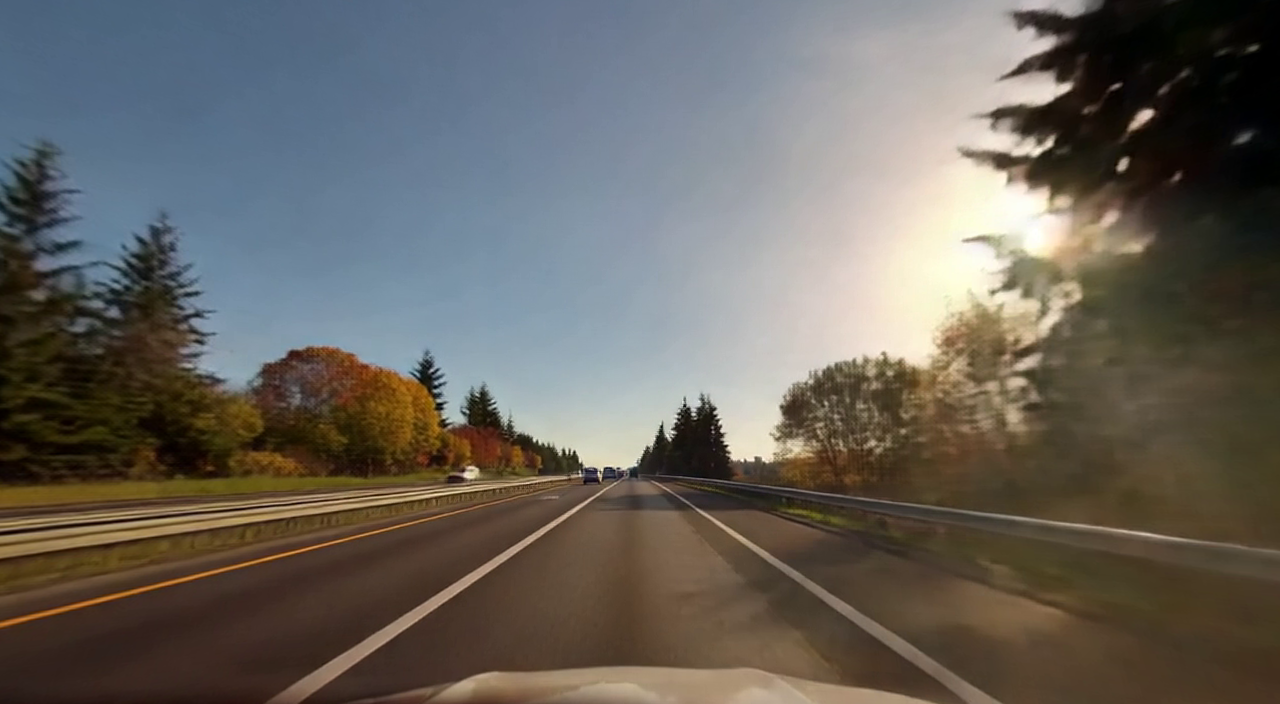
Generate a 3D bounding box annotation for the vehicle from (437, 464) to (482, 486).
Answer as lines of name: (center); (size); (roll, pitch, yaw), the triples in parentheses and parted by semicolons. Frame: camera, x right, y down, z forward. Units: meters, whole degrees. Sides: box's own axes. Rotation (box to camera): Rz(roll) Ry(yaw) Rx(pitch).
vehicle: (-13.218, 9.065, 46.491); (1.983, 1.520, 4.466); (1, -11, 0)
